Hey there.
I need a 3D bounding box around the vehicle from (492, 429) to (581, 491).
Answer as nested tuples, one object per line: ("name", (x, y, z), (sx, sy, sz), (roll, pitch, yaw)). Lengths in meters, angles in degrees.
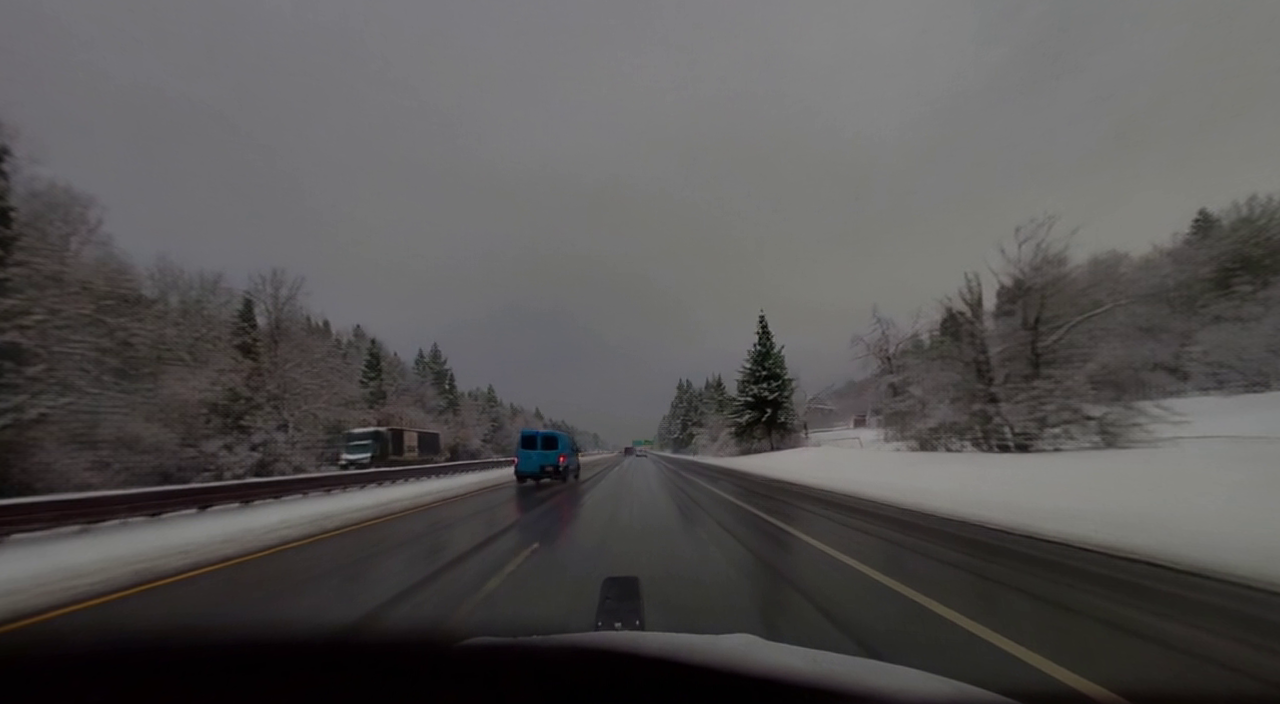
("vehicle", (-3.605, 3.913, 23.227), (2.349, 1.973, 5.419), (0, -9, 0))
